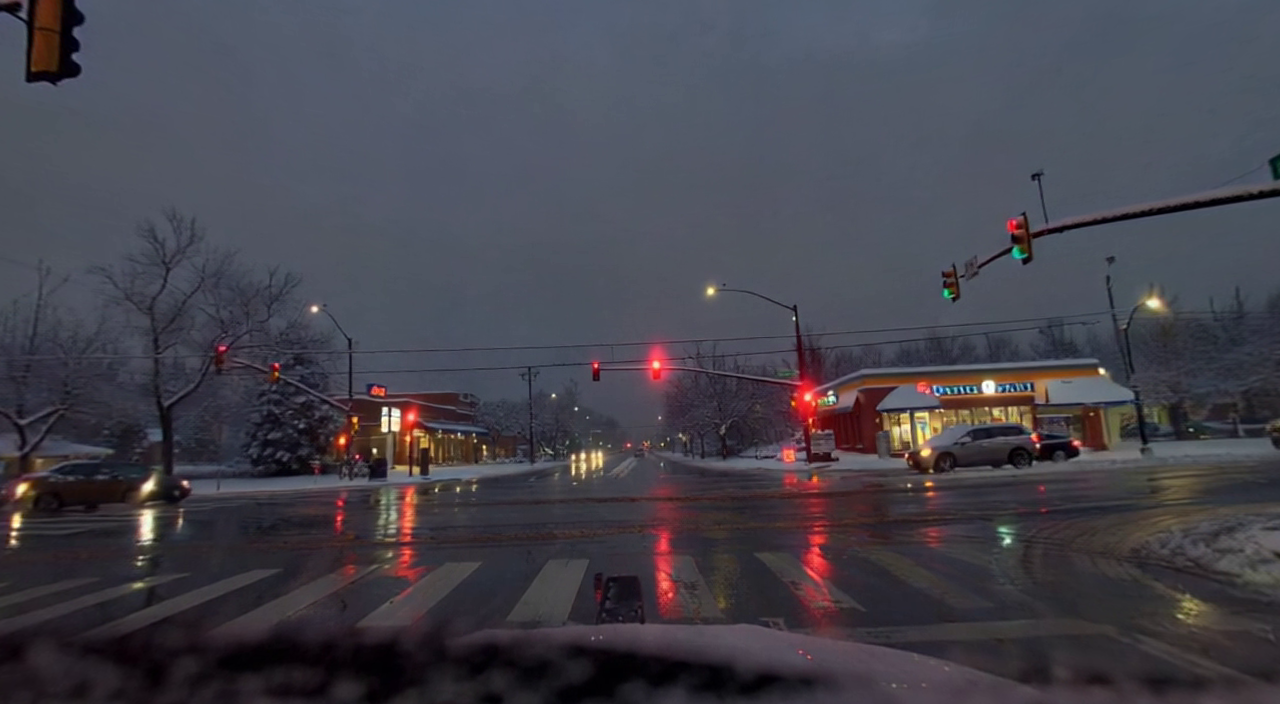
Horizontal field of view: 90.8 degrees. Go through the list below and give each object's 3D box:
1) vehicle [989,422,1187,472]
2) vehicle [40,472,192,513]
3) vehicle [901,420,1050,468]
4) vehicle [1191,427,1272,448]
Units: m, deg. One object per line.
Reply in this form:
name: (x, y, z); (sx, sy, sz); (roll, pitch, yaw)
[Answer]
vehicle: (14.357, 3.099, 20.634); (4.835, 1.487, 1.913); (-4, -9, 20)
vehicle: (-21.171, 5.677, 25.647); (4.676, 1.463, 1.909); (-1, -8, 6)
vehicle: (13.013, 3.645, 24.943); (4.916, 1.730, 1.986); (-4, -9, 21)
vehicle: (42.040, 6.066, 44.894); (4.347, 1.446, 1.777); (1, -9, -9)
